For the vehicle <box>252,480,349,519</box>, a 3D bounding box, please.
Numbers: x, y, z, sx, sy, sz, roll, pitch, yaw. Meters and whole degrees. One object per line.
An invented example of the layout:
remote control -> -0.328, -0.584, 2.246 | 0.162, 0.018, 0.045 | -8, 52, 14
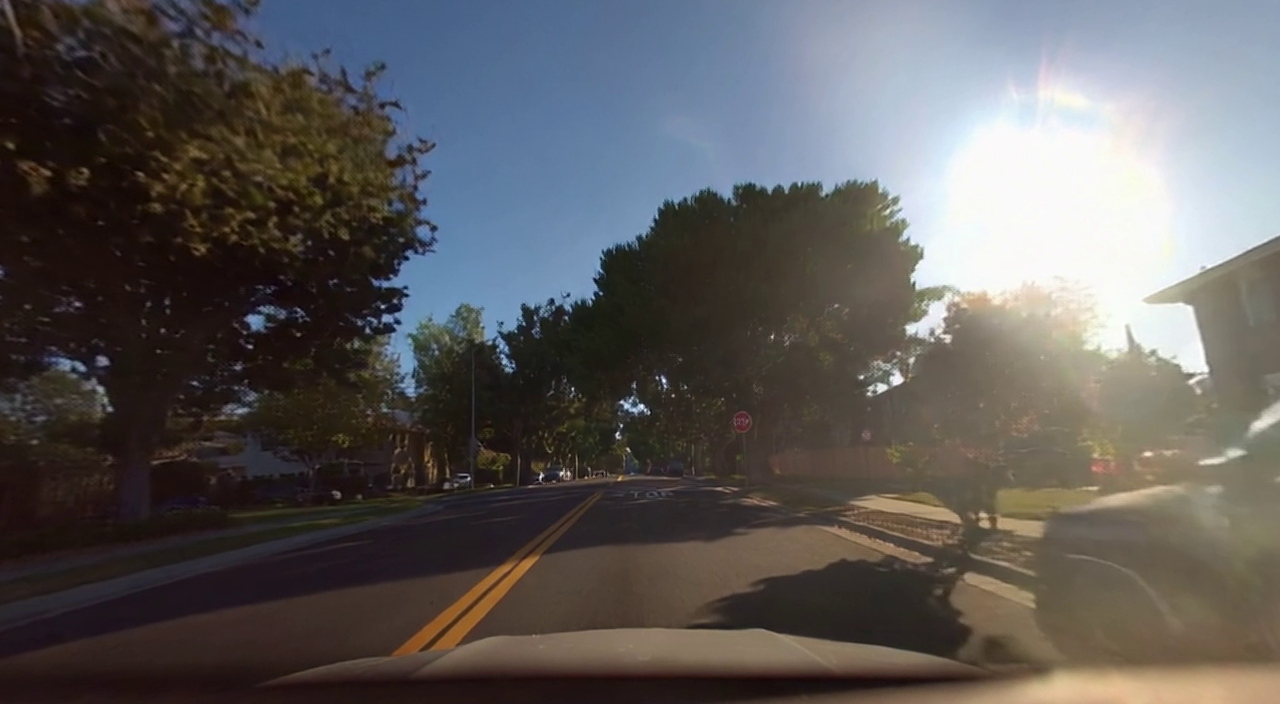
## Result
vehicle -> -18.523, 8.039, 34.555 | 4.274, 1.626, 2.093 | -7, -10, 10

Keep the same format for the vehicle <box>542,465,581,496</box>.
vehicle -> -5.999, 9.862, 48.855 | 2.149, 1.823, 4.613 | -6, -7, 1

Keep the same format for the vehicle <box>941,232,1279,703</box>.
vehicle -> 2.672, 0.551, 1.067 | 2.109, 1.875, 4.488 | -1, -9, 1
